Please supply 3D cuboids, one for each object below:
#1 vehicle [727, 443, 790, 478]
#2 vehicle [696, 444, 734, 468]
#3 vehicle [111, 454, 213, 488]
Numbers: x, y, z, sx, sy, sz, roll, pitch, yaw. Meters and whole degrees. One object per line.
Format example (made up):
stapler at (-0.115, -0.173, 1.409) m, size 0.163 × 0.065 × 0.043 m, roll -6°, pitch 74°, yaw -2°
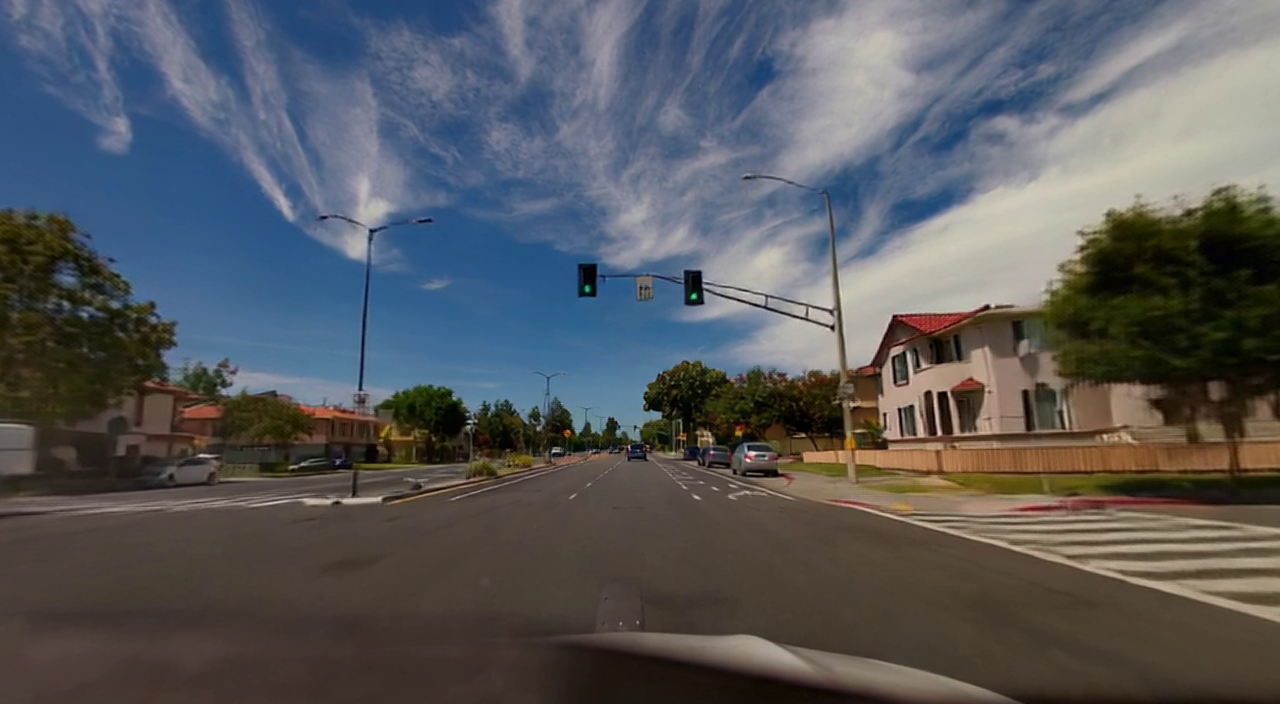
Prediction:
vehicle at (5.656, 5.226, 30.764) m, size 2.066 × 1.552 × 4.799 m, roll 0°, pitch -8°, yaw -1°
vehicle at (5.450, 7.647, 46.651) m, size 2.131 × 1.604 × 5.543 m, roll 0°, pitch -8°, yaw 0°
vehicle at (-25.861, 6.417, 34.423) m, size 1.912 × 1.681 × 4.625 m, roll 0°, pitch -9°, yaw -1°
